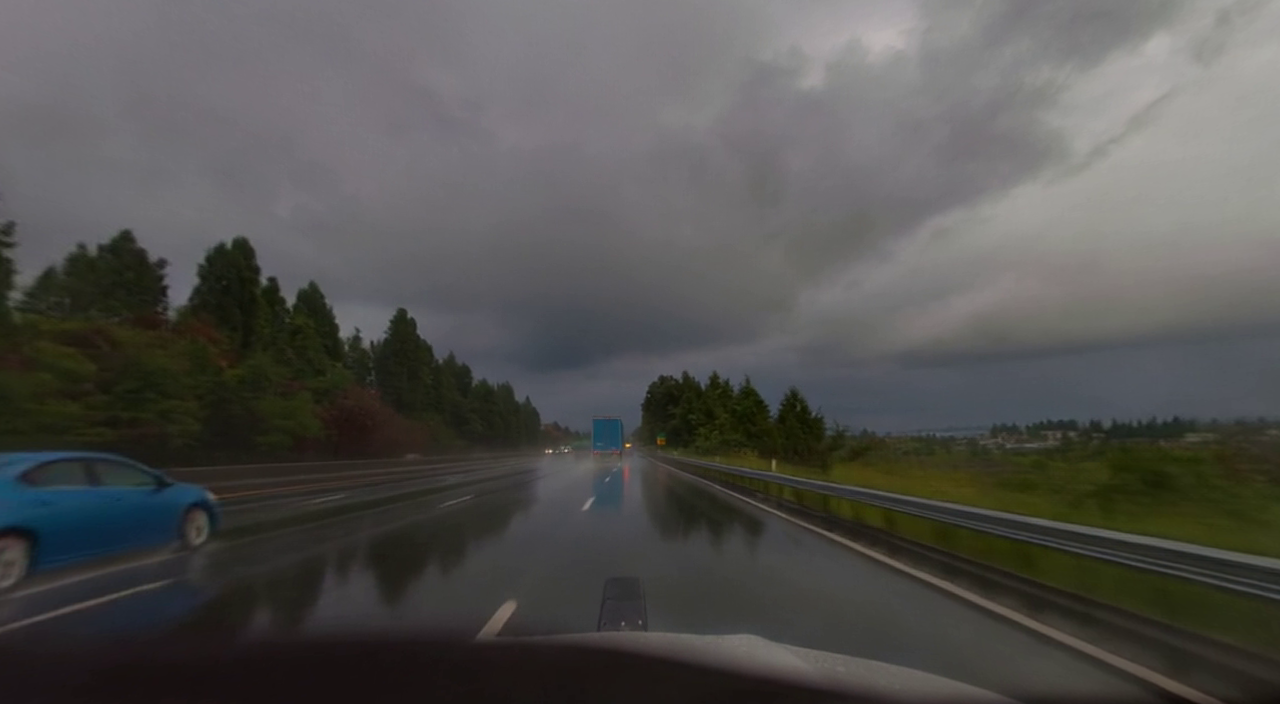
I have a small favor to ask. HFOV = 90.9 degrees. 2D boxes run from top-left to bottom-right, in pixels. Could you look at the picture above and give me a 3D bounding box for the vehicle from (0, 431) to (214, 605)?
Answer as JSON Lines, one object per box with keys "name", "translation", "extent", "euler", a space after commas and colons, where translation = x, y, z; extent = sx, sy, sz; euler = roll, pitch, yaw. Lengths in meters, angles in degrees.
{"name": "vehicle", "translation": [-6.580, 1.531, 5.961], "extent": [1.938, 1.507, 4.557], "euler": [0, -9, 0]}
